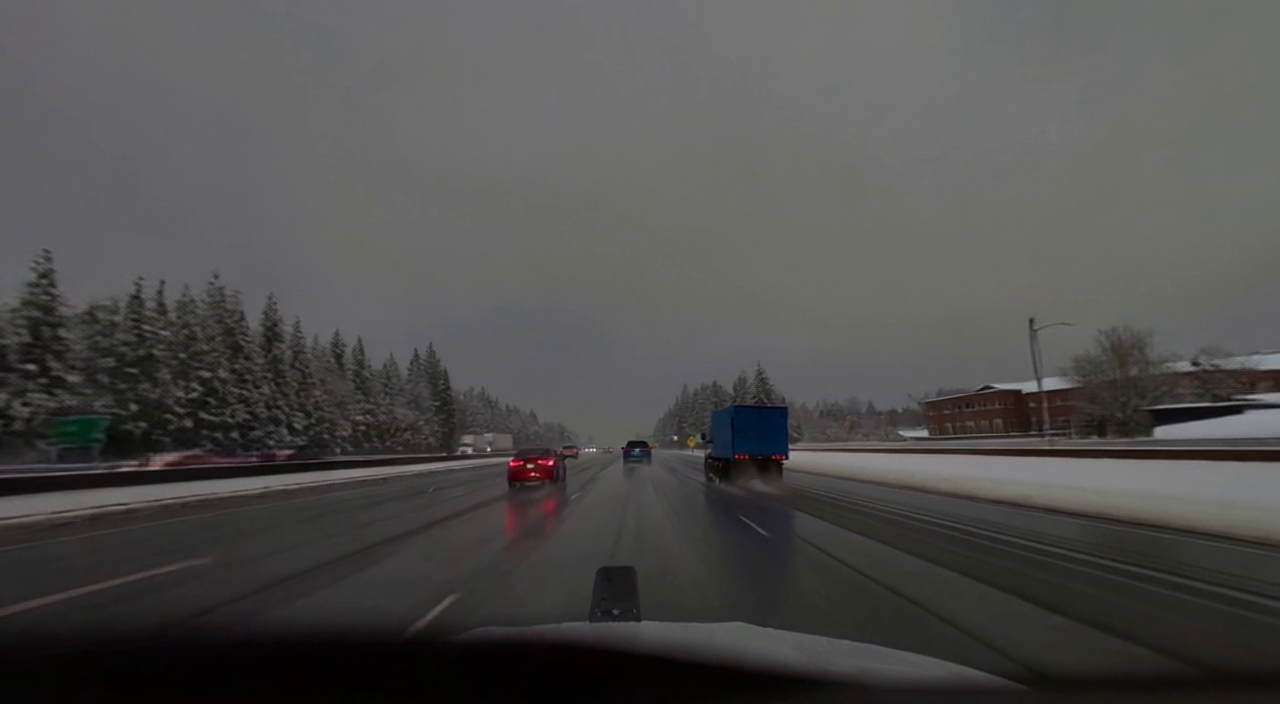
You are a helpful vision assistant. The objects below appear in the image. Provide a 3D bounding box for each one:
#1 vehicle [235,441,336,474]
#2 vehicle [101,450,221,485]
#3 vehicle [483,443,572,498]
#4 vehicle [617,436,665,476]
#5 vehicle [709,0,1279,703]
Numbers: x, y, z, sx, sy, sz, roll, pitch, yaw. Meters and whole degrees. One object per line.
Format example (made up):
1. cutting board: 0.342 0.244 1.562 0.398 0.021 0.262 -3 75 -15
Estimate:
1. vehicle: -20.630 6.166 37.224 2.354 1.744 6.331 0 -9 0
2. vehicle: -23.301 5.611 31.026 1.977 1.522 5.066 0 -9 -1
3. vehicle: -3.206 3.474 18.907 1.864 1.406 4.544 0 -9 0
4. vehicle: 0.019 5.083 31.113 2.203 1.805 4.358 0 -9 -1
5. vehicle: 3.516 0.836 10.481 2.876 4.086 15.117 0 -9 -1
